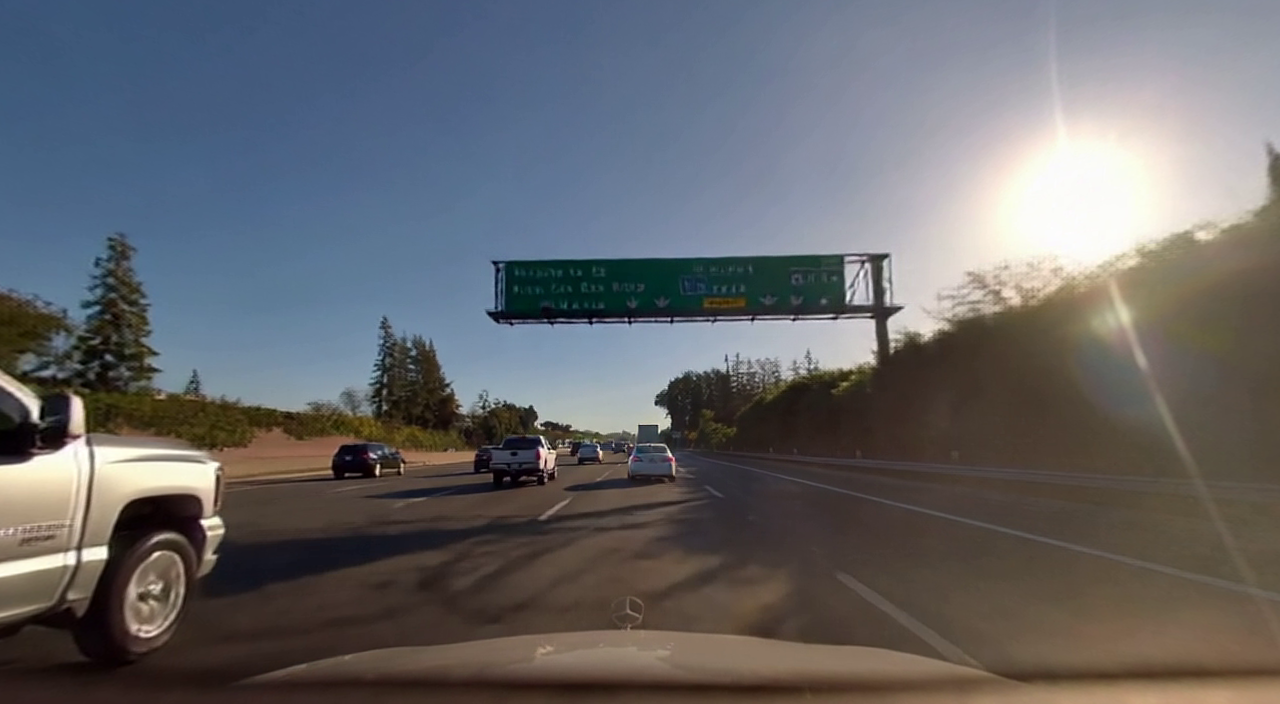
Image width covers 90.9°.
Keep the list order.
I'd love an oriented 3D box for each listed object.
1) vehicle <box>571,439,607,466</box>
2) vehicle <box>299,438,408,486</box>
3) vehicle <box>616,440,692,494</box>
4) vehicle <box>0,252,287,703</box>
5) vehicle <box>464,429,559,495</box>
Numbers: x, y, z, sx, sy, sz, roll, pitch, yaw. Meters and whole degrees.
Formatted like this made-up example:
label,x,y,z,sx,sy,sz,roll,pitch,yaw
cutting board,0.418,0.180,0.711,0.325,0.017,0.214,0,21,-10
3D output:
label,x,y,z,sx,sy,sz,roll,pitch,yaw
vehicle,-3.217,6.391,40.346,1.897,1.646,4.049,0,-8,1
vehicle,-10.511,4.045,23.558,1.941,1.602,4.277,0,-8,2
vehicle,0.380,3.406,19.096,2.054,1.421,4.090,0,-8,0
vehicle,-3.507,0.494,1.055,2.269,2.060,5.933,0,-8,1
vehicle,-3.708,3.248,18.979,1.903,1.721,4.210,0,-8,1
